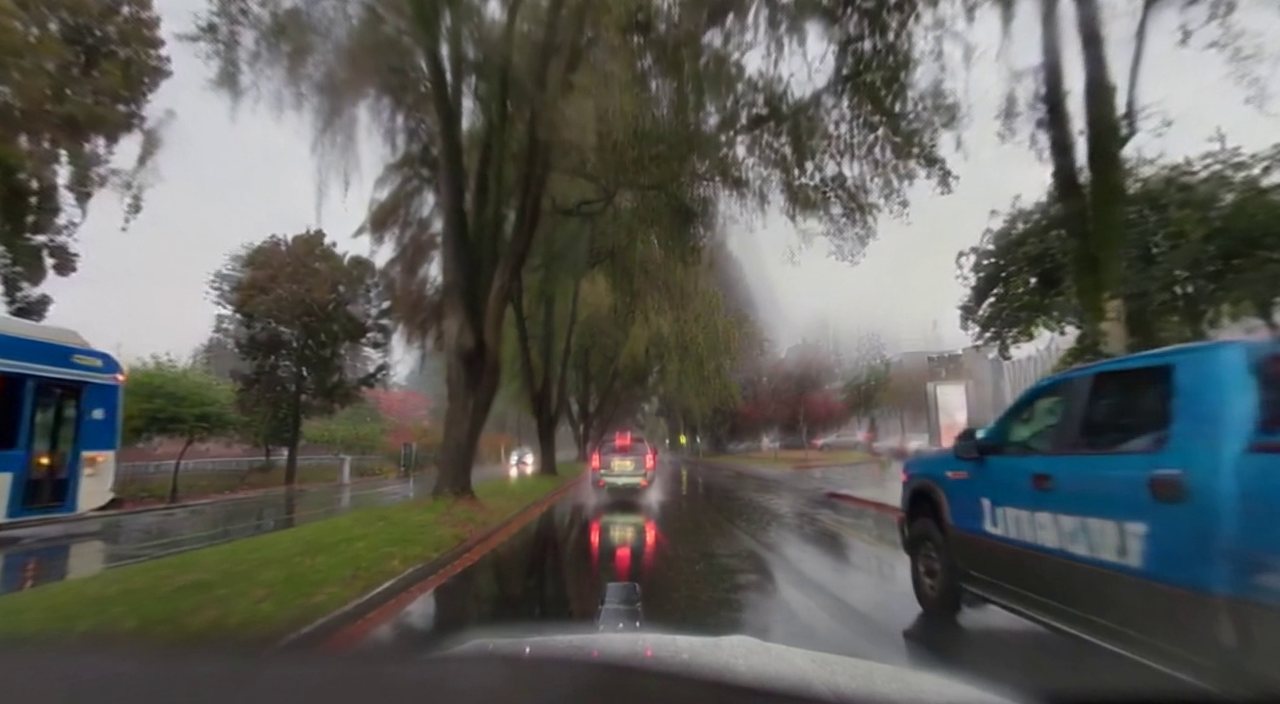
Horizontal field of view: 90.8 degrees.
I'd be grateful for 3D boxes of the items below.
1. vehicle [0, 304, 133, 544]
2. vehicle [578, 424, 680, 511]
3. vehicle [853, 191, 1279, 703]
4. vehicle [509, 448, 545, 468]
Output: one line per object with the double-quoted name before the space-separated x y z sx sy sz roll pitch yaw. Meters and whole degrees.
"vehicle" -12.261 0.674 6.998 2.996 4.022 12.692 0 -9 -1
"vehicle" -0.266 2.875 16.257 2.157 1.816 5.804 0 -9 -1
"vehicle" 3.691 0.627 2.558 2.802 2.303 7.582 0 -9 -2
"vehicle" -8.871 8.364 49.977 2.027 1.493 4.707 0 -9 -1
